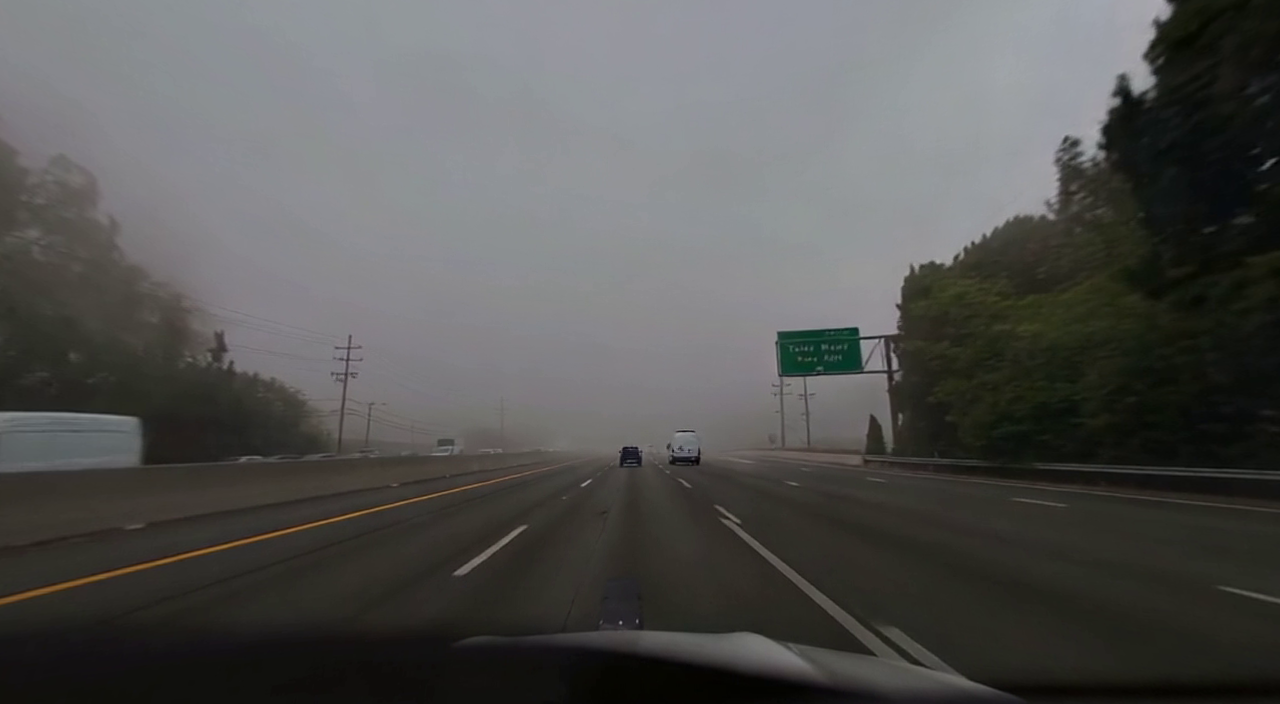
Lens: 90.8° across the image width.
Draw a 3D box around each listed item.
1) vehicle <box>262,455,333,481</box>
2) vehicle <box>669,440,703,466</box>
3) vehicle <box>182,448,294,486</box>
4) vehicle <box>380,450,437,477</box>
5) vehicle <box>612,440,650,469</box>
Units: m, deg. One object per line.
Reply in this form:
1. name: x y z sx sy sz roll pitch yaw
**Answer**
1. vehicle: -21.527 7.273 39.931 1.978 1.487 4.529 0 -9 -1
2. vehicle: 3.330 7.470 46.890 2.036 1.796 4.470 0 -9 -2
3. vehicle: -17.777 5.080 28.258 1.982 1.568 4.576 0 -9 0
4. vehicle: -13.757 6.631 37.806 1.848 1.457 4.283 0 -9 0
5. vehicle: -0.563 6.639 41.064 2.325 1.712 4.592 0 -9 -1
